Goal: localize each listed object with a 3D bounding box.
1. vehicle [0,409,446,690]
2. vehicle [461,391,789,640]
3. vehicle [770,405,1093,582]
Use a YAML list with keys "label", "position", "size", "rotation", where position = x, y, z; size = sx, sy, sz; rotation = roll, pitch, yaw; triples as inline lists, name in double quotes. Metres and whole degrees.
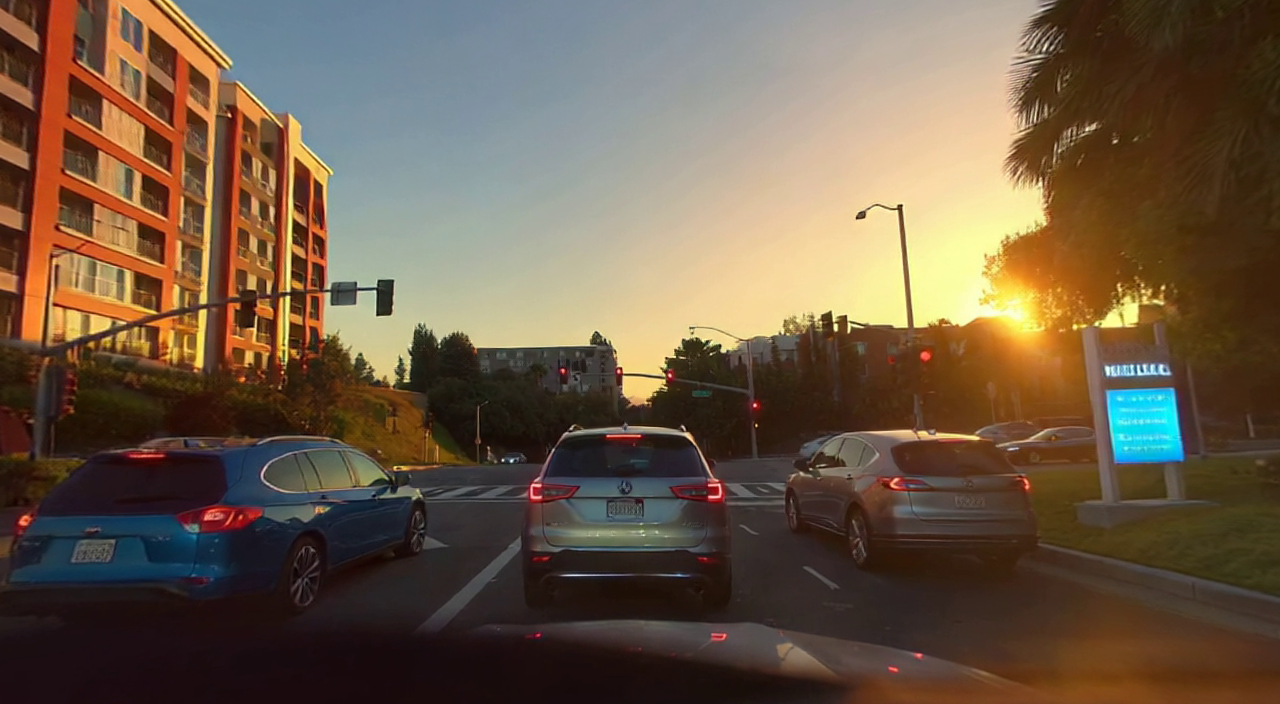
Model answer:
- label: "vehicle"
  position: [-3.548, 1.426, 5.832]
  size: [1.906, 1.524, 4.547]
  rotation: [0, -8, 2]
- label: "vehicle"
  position: [-0.114, 1.415, 6.444]
  size: [2.195, 1.662, 4.262]
  rotation: [0, -8, 0]
- label: "vehicle"
  position: [3.219, 1.669, 8.260]
  size: [2.004, 1.646, 4.554]
  rotation: [0, -8, 0]
